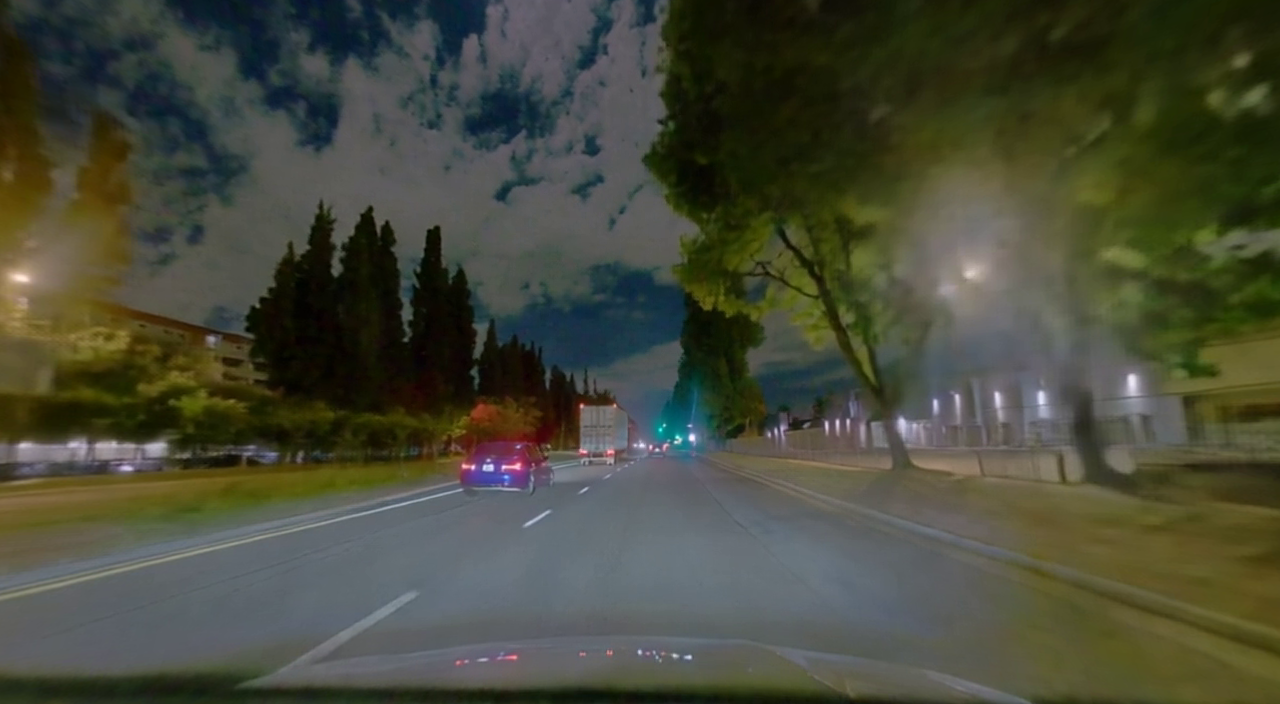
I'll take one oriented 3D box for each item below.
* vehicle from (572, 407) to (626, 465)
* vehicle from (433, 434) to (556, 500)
[{"bbox_3d":[-2.430,5.443,40.450,2.746,3.276,8.572,0,-8,1],"label":"vehicle"},{"bbox_3d":[-3.565,2.903,16.372,2.005,1.462,4.345,0,-8,2],"label":"vehicle"}]
